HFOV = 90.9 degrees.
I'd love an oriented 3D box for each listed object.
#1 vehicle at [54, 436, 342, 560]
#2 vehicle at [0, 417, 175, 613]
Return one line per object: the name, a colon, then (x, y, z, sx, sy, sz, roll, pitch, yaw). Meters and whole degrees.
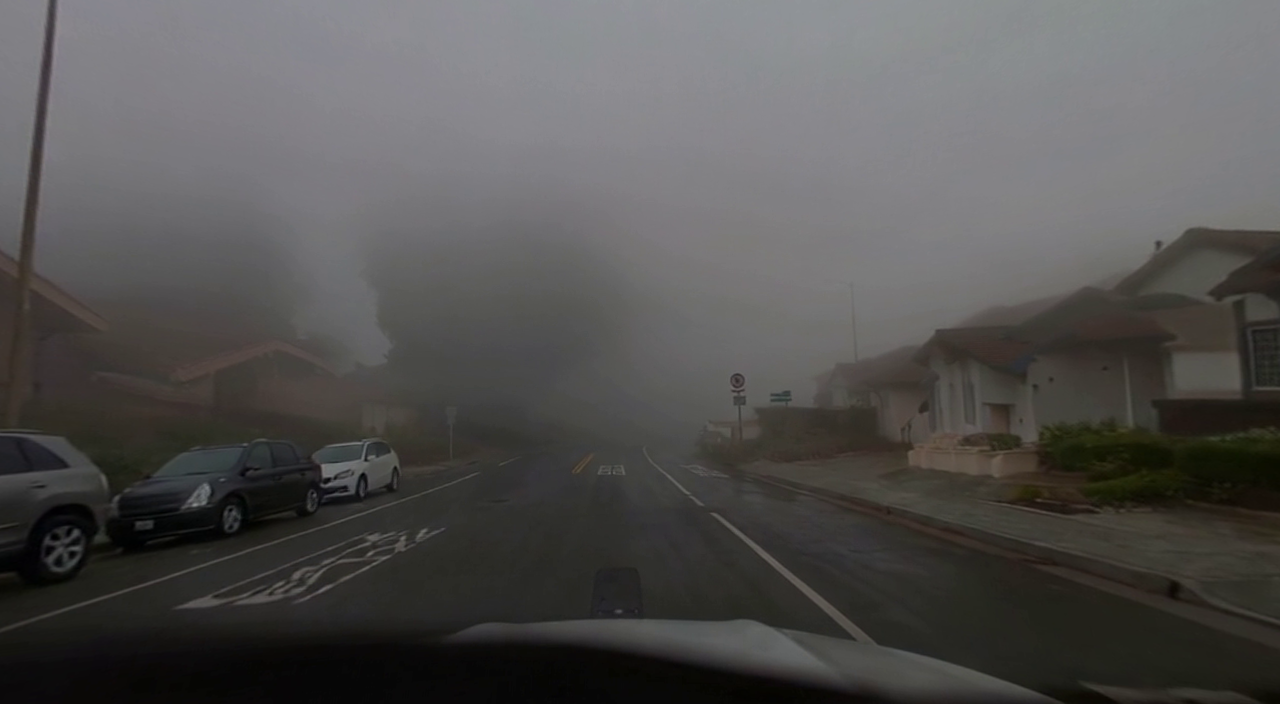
vehicle: (-6.567, 2.119, 9.995, 1.777, 1.554, 3.790, 0, -8, 0)
vehicle: (-6.671, 1.444, 5.473, 1.865, 1.750, 4.507, 0, -8, -1)
